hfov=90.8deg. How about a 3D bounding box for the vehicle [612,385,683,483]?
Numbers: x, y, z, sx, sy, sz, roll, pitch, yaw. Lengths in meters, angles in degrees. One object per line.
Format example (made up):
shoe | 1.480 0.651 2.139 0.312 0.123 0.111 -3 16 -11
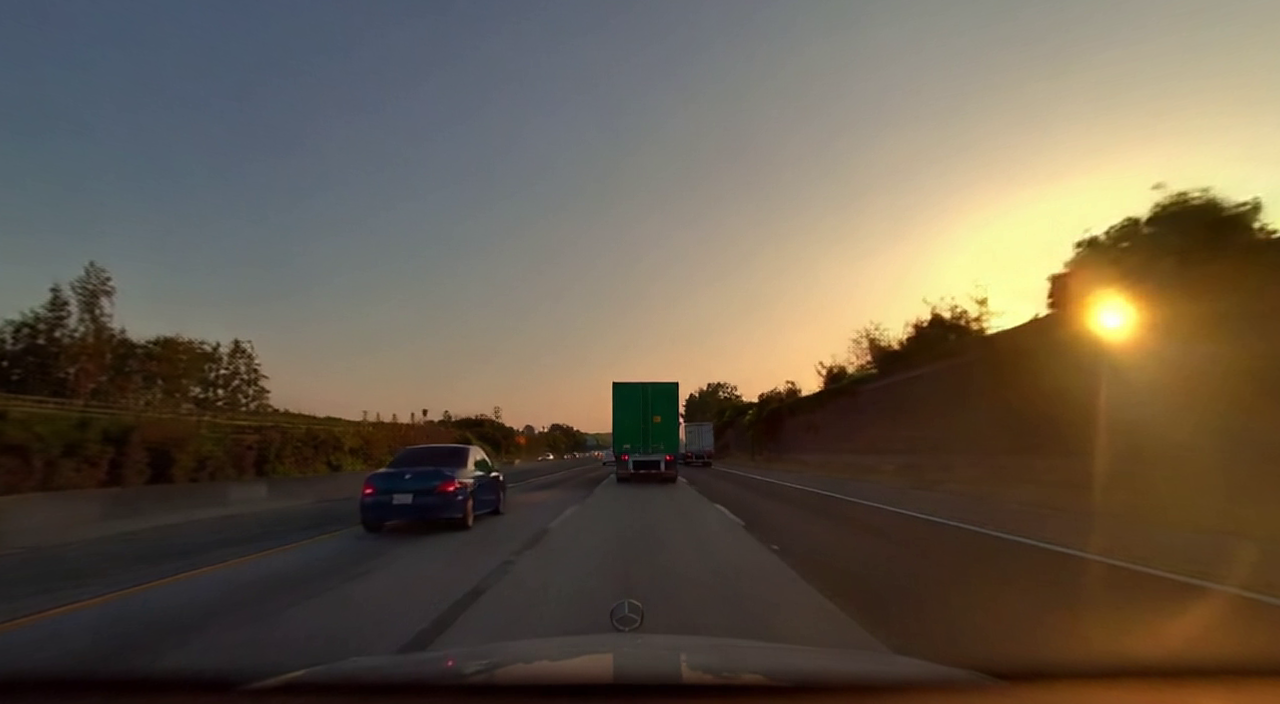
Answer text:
vehicle | 0.331 4.231 31.745 2.932 4.042 11.054 0 -9 0

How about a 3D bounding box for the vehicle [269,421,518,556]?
vehicle | -3.496 2.047 10.113 2.173 1.657 4.401 0 -9 0
